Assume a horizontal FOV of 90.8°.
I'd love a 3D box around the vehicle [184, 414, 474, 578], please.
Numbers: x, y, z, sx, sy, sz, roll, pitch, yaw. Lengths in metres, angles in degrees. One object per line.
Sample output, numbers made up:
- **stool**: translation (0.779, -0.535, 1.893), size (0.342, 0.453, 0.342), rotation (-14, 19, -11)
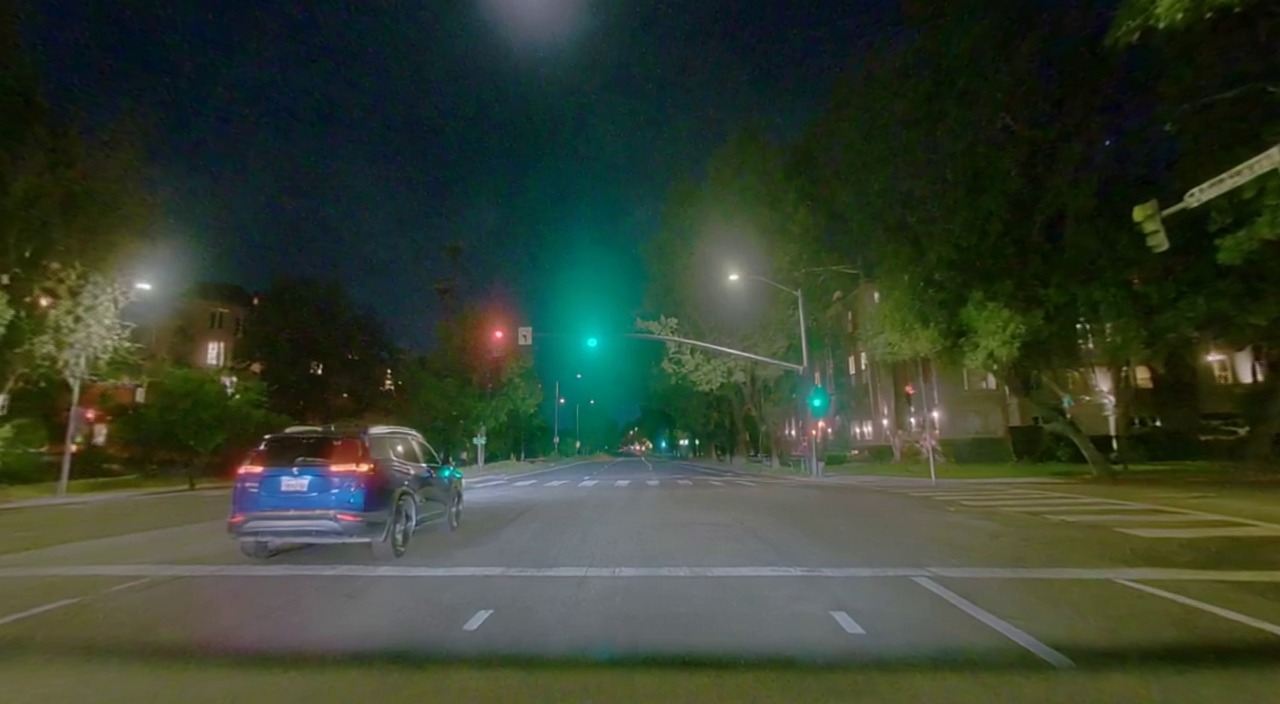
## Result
- **vehicle**: translation (-3.900, 1.855, 8.970), size (1.993, 1.733, 4.262), rotation (0, -8, -1)
